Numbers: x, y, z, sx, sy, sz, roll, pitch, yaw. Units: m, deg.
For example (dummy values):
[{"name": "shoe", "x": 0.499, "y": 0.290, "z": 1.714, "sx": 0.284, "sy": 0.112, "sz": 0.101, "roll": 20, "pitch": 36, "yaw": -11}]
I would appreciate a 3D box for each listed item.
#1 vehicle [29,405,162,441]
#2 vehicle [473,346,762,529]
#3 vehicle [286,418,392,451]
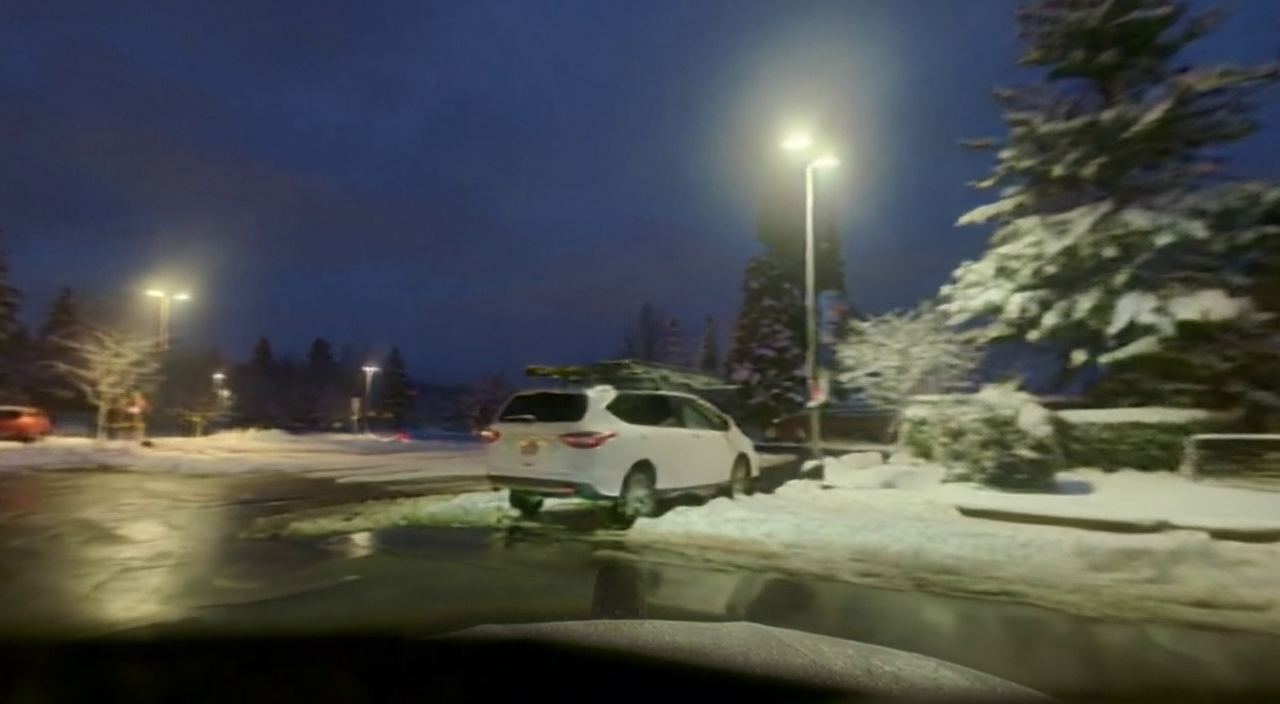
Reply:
[{"name": "vehicle", "x": -27.910, "y": 3.708, "z": 32.562, "sx": 1.981, "sy": 1.687, "sz": 4.660, "roll": -4, "pitch": -9, "yaw": 30}, {"name": "vehicle", "x": 0.008, "y": 1.449, "z": 10.611, "sx": 2.200, "sy": 2.257, "sz": 5.237, "roll": -5, "pitch": -10, "yaw": 32}, {"name": "vehicle", "x": -14.130, "y": 3.937, "z": 29.881, "sx": 1.760, "sy": 1.449, "sz": 4.106, "roll": -5, "pitch": -10, "yaw": 32}]
